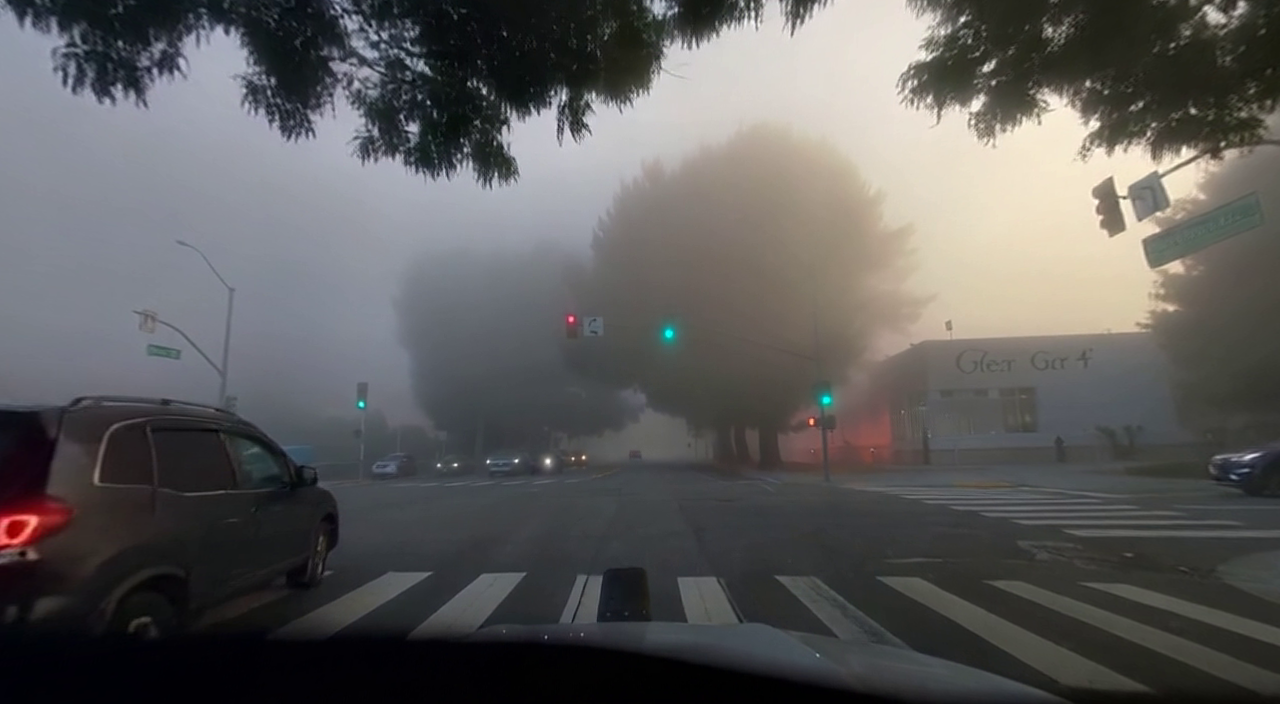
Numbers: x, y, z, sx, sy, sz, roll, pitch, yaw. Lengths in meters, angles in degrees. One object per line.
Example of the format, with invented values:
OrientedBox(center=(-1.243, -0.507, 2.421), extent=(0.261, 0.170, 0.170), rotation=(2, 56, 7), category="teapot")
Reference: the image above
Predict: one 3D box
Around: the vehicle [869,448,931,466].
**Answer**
OrientedBox(center=(20.503, 8.253, 49.768), extent=(4.120, 1.340, 1.654), rotation=(-1, -8, 4), category="vehicle")

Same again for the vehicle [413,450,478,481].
OrientedBox(center=(-10.633, 6.202, 34.854), extent=(2.041, 1.548, 4.868), rotation=(0, -8, 0), category="vehicle")

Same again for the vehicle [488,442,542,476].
OrientedBox(center=(-7.163, 6.158, 36.618), extent=(2.081, 1.818, 4.782), rotation=(0, -8, 1), category="vehicle")

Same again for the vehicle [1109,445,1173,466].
OrientedBox(center=(38.485, 7.943, 48.573), extent=(1.837, 1.514, 4.786), rotation=(-2, -9, 13), category="vehicle")

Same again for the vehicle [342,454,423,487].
OrientedBox(center=(-13.126, 6.045, 32.484), extent=(2.011, 1.480, 4.747), rotation=(0, -8, 3), category="vehicle")

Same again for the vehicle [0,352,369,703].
OrientedBox(center=(-3.884, 1.207, 4.874), extent=(2.000, 1.789, 4.638), rotation=(1, -8, -7), category="vehicle")

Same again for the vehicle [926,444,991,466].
OrientedBox(center=(21.476, 6.959, 42.512), extent=(3.576, 1.425, 1.702), rotation=(2, -9, -12), category="vehicle")
